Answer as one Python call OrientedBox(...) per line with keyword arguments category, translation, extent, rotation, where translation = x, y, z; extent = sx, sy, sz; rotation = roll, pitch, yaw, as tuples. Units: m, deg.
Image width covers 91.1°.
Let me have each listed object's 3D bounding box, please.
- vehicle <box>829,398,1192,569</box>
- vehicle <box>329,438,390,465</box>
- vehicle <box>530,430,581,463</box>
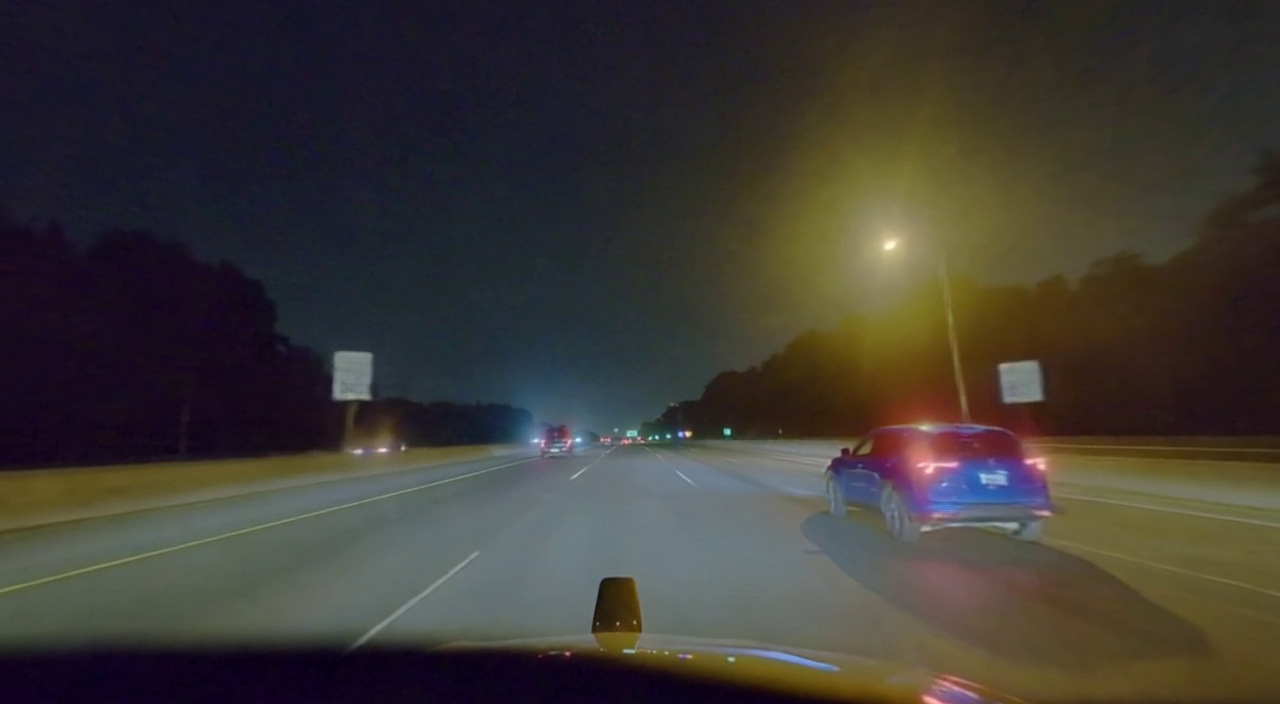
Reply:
OrientedBox(category="vehicle", translation=(4.088, 1.494, 7.948), extent=(2.011, 1.576, 4.060), rotation=(0, -8, -2))
OrientedBox(category="vehicle", translation=(-17.077, 6.051, 38.439), extent=(1.821, 1.537, 4.168), rotation=(0, -8, -1))
OrientedBox(category="vehicle", translation=(-4.087, 4.639, 31.100), extent=(2.032, 1.465, 4.316), rotation=(0, -8, -1))
